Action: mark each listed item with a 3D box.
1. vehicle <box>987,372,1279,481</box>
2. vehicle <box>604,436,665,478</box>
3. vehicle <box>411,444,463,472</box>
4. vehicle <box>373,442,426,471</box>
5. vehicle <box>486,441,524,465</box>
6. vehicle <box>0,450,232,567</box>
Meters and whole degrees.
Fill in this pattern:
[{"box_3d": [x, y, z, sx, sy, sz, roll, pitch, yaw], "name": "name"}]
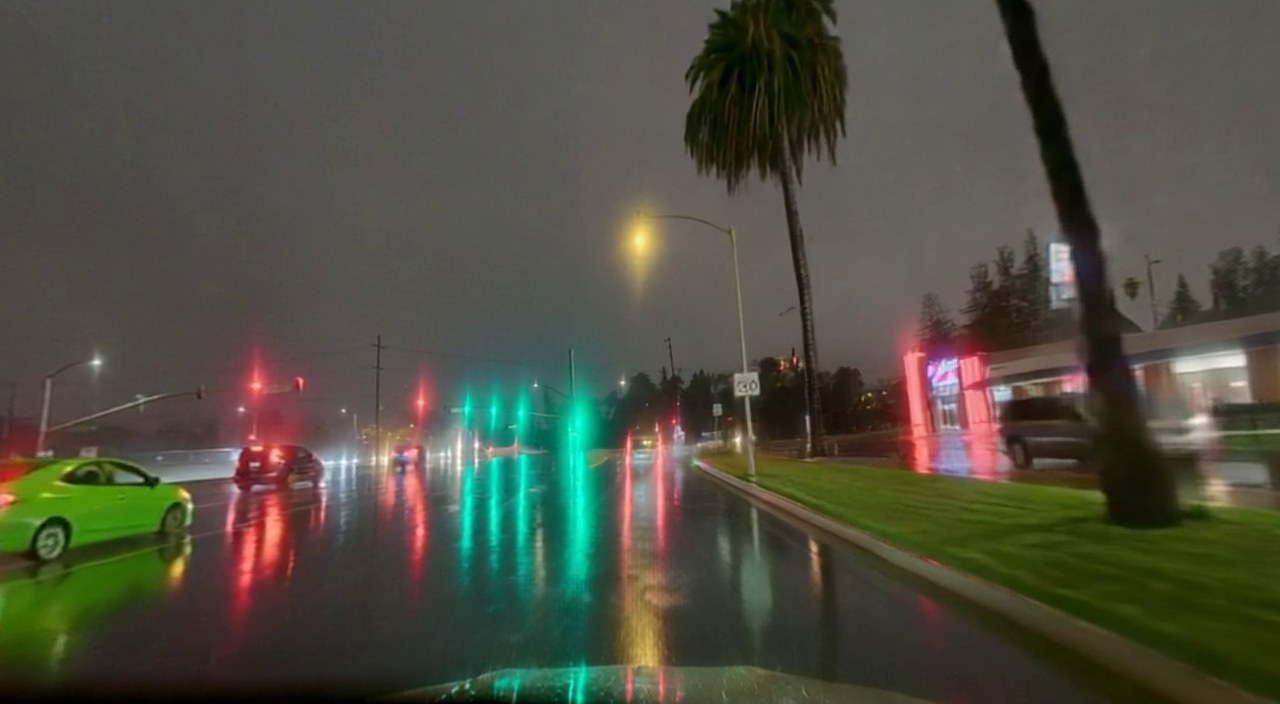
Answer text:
[{"box_3d": [9.167, 1.481, 12.123, 1.911, 1.658, 4.703, 1, -8, -7], "name": "vehicle"}, {"box_3d": [-0.128, 4.144, 25.116, 2.070, 1.493, 4.570, -1, -8, 4], "name": "vehicle"}, {"box_3d": [-11.610, 6.091, 36.495, 1.905, 1.482, 4.463, 0, -8, -5], "name": "vehicle"}, {"box_3d": [-15.395, 6.709, 40.717, 2.020, 1.709, 4.343, 0, -8, -5], "name": "vehicle"}, {"box_3d": [-9.100, 6.846, 42.885, 1.912, 1.487, 4.471, 0, -8, -5], "name": "vehicle"}, {"box_3d": [-9.114, 2.369, 10.415, 1.958, 1.455, 4.504, 0, -8, -3], "name": "vehicle"}]
